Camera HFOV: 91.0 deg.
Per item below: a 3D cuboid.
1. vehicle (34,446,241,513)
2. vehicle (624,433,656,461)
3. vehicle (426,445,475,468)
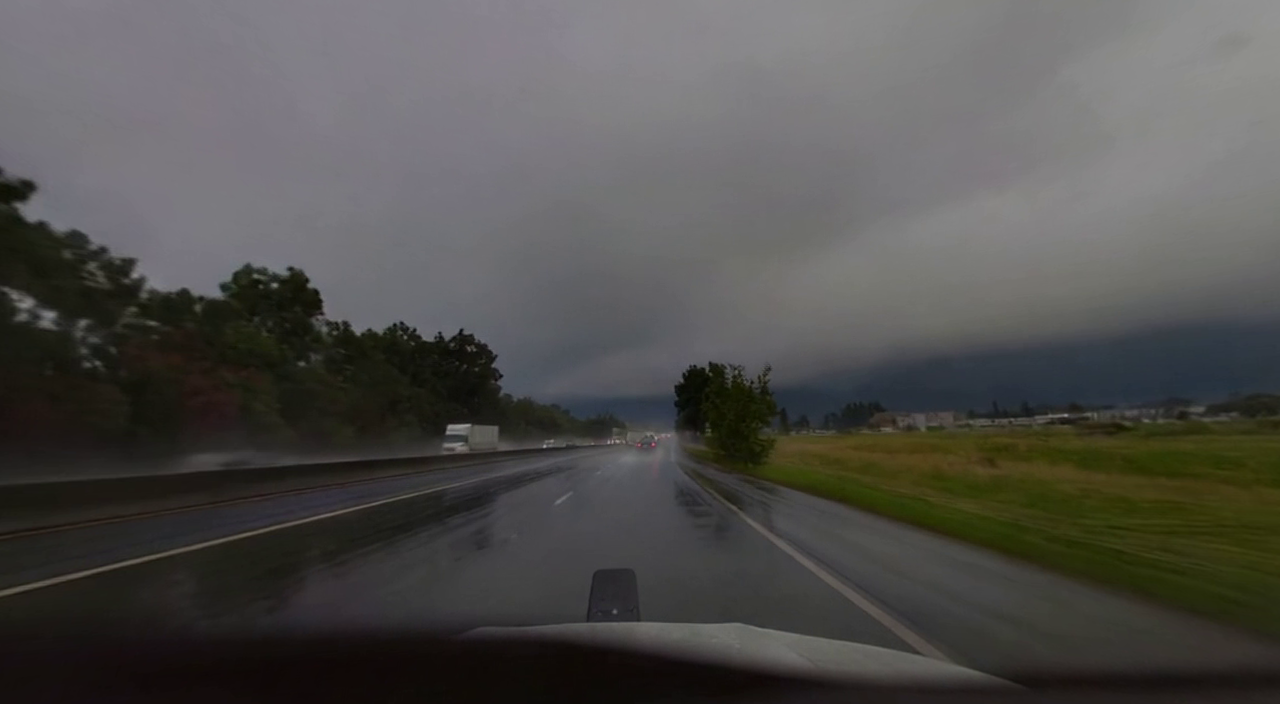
[{"bbox_3d":[-13.186,3.325,16.969,1.935,1.490,4.367,-1,-8,1],"label":"vehicle"},{"bbox_3d":[0.028,6.666,44.305,2.188,1.825,4.282,-1,-8,1],"label":"vehicle"},{"bbox_3d":[-13.024,7.162,43.468,1.931,1.456,4.160,-1,-8,3],"label":"vehicle"}]
